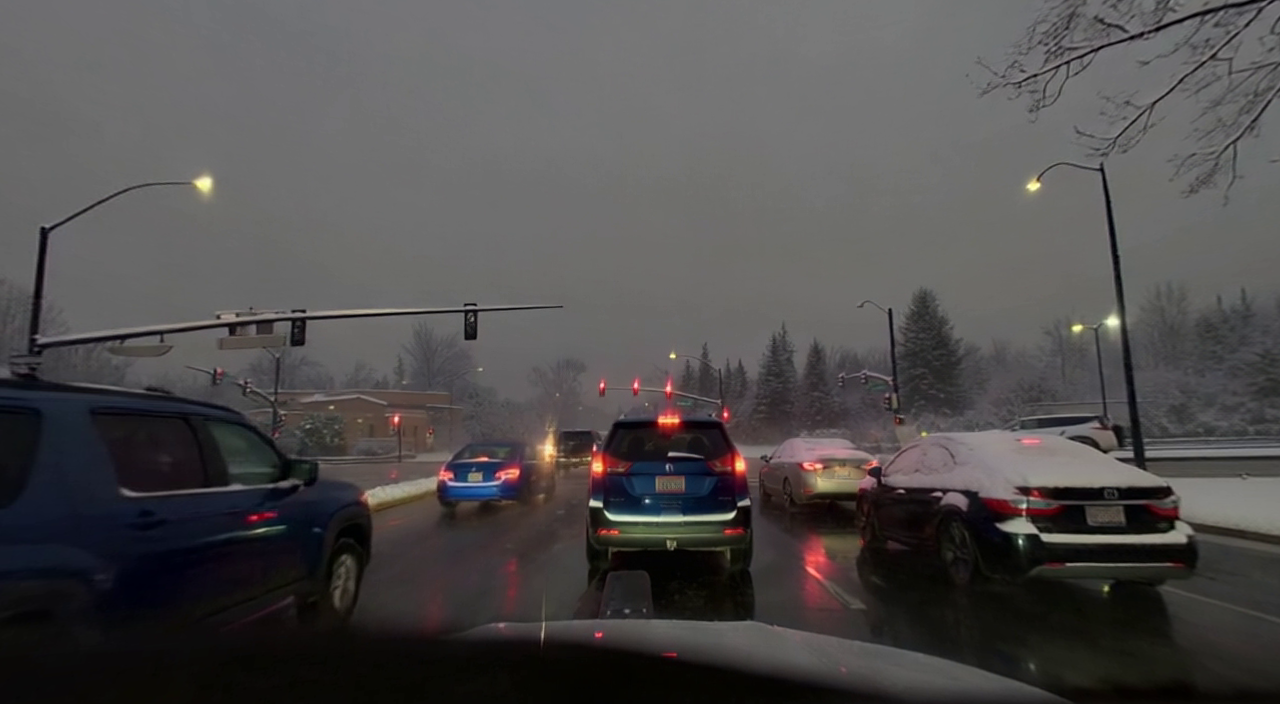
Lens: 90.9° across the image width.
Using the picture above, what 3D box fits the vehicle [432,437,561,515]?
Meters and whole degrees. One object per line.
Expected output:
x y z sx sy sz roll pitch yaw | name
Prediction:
-3.037 2.713 14.343 1.876 1.497 4.308 0 -8 1 | vehicle

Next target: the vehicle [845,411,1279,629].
3.900 1.538 6.735 1.954 1.592 3.992 0 -8 -2 | vehicle

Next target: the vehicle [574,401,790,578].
0.417 1.704 8.587 2.172 1.764 4.338 0 -8 0 | vehicle

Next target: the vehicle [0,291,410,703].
-3.115 0.881 3.142 2.054 1.814 4.941 0 -8 0 | vehicle
